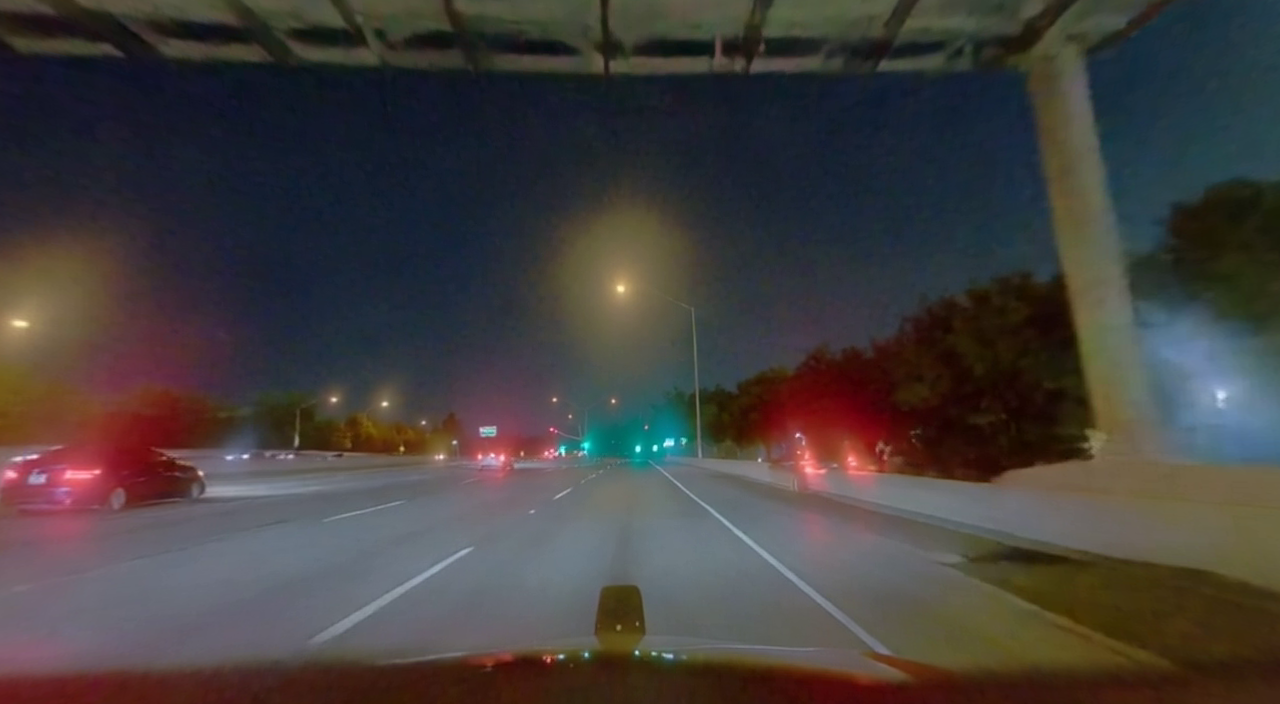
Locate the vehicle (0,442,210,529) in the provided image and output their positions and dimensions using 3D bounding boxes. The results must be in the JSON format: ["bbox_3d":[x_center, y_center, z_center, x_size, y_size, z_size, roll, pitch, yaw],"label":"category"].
[{"bbox_3d":[-11.631,2.737,13.573,1.829,1.520,4.505,0,-9,-4],"label":"vehicle"}]

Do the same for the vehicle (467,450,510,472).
[{"bbox_3d":[-10.850,7.820,45.526,2.271,1.537,4.029,0,-9,-2],"label":"vehicle"}]
